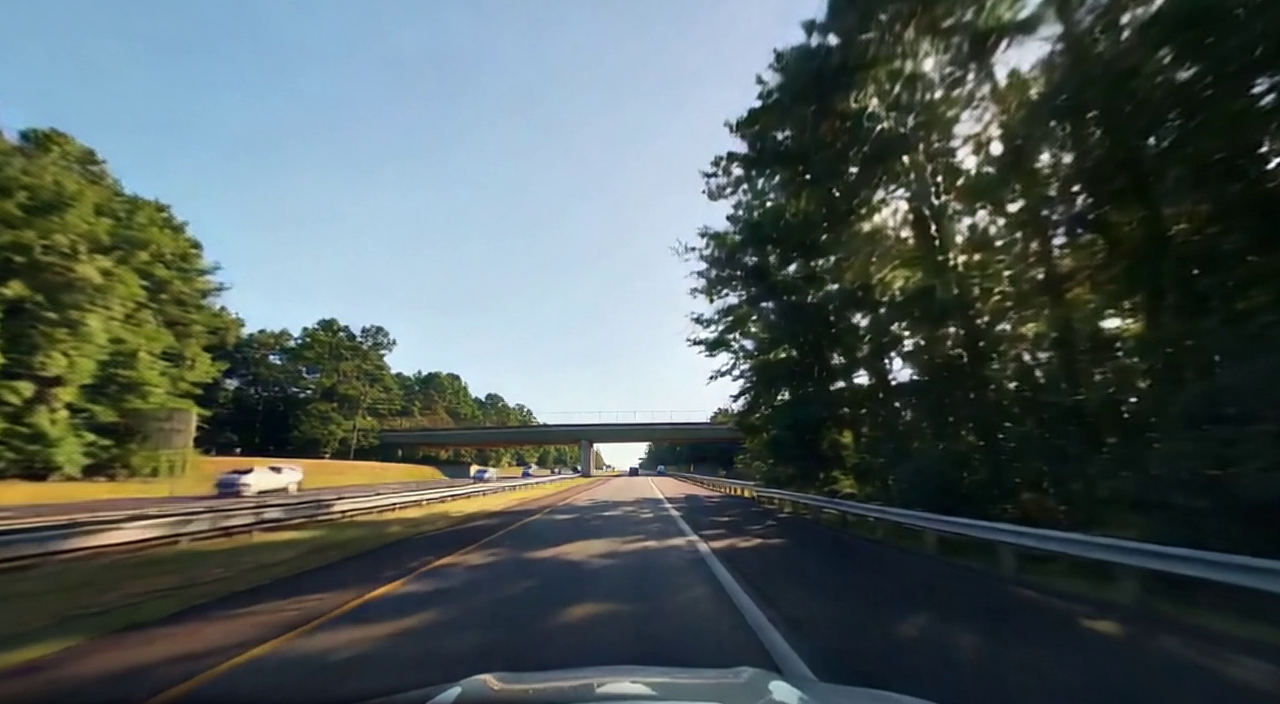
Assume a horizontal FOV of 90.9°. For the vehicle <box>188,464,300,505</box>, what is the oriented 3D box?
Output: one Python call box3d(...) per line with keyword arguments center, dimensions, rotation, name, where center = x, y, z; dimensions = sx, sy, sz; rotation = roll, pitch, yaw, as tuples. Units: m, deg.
box3d(center=(-17.210, 5.767, 27.697), dimensions=(1.888, 1.600, 4.594), rotation=(1, -11, -1), name="vehicle")
